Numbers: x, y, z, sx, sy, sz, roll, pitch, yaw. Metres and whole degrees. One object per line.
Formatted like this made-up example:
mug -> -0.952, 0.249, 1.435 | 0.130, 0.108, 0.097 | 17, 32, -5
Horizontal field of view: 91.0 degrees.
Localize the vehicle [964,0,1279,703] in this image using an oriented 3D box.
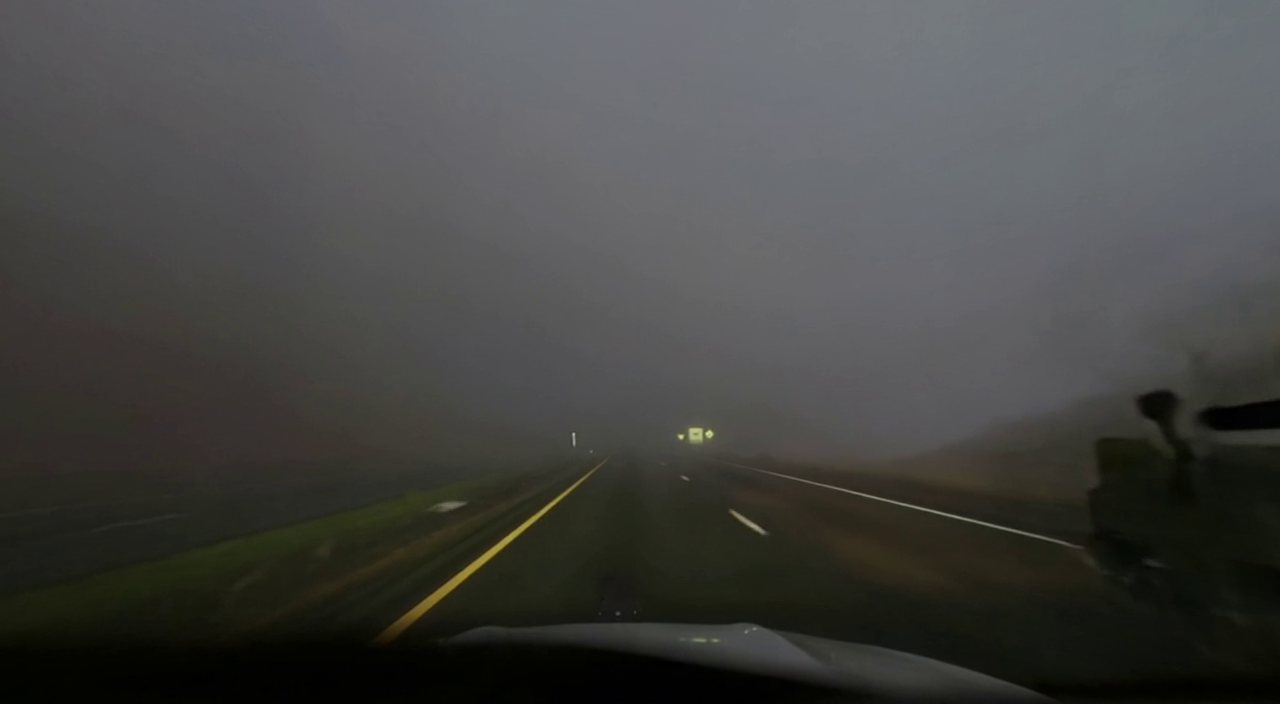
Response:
vehicle -> 3.458, -0.163, 0.291 | 2.702, 3.193, 7.196 | -1, -8, 0
